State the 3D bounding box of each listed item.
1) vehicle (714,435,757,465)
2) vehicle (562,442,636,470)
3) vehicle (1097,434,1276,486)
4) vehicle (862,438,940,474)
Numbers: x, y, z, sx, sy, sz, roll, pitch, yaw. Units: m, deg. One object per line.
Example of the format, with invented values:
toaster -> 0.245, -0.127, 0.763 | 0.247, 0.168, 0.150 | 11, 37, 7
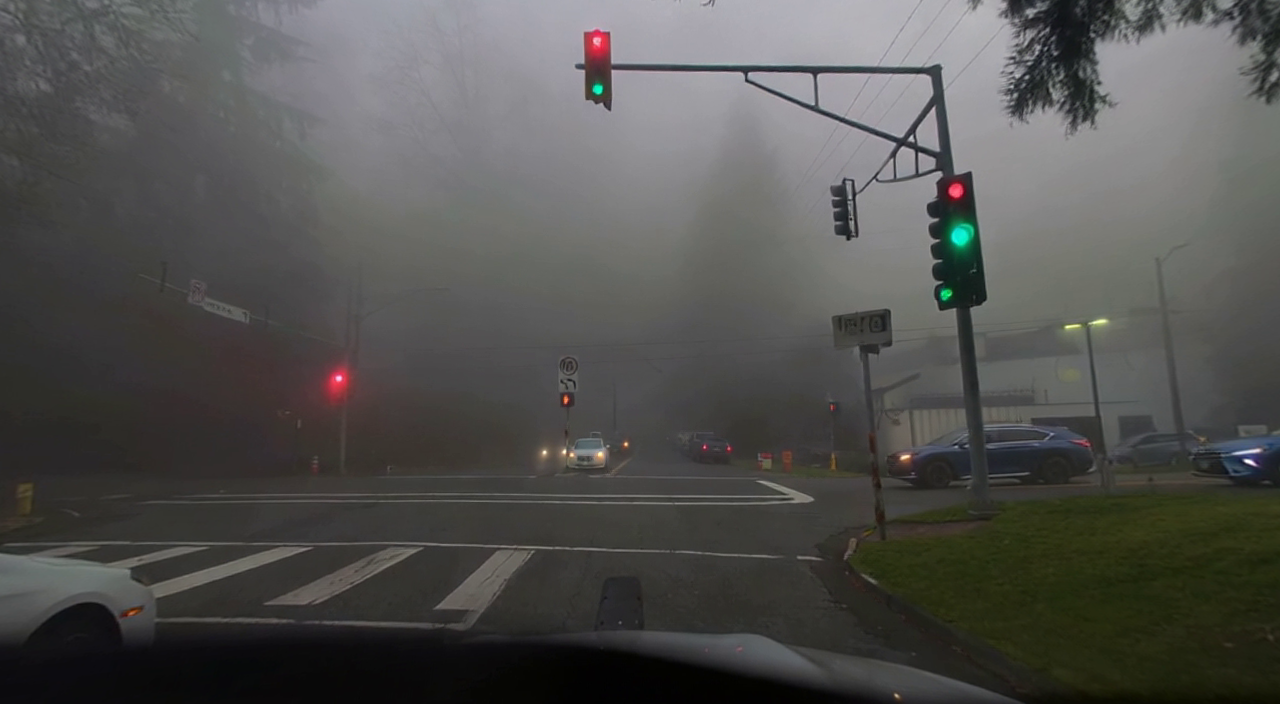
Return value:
vehicle -> 6.943, 7.147, 46.140 | 1.491, 2.041, 2.964 | 6, -9, -35
vehicle -> -2.447, 6.156, 37.559 | 3.991, 1.526, 1.868 | -4, -9, 30
vehicle -> 16.791, 3.320, 19.516 | 3.876, 1.512, 1.784 | 0, -8, -1
vehicle -> 12.396, 5.041, 30.270 | 1.922, 1.529, 3.964 | 0, -12, -1
